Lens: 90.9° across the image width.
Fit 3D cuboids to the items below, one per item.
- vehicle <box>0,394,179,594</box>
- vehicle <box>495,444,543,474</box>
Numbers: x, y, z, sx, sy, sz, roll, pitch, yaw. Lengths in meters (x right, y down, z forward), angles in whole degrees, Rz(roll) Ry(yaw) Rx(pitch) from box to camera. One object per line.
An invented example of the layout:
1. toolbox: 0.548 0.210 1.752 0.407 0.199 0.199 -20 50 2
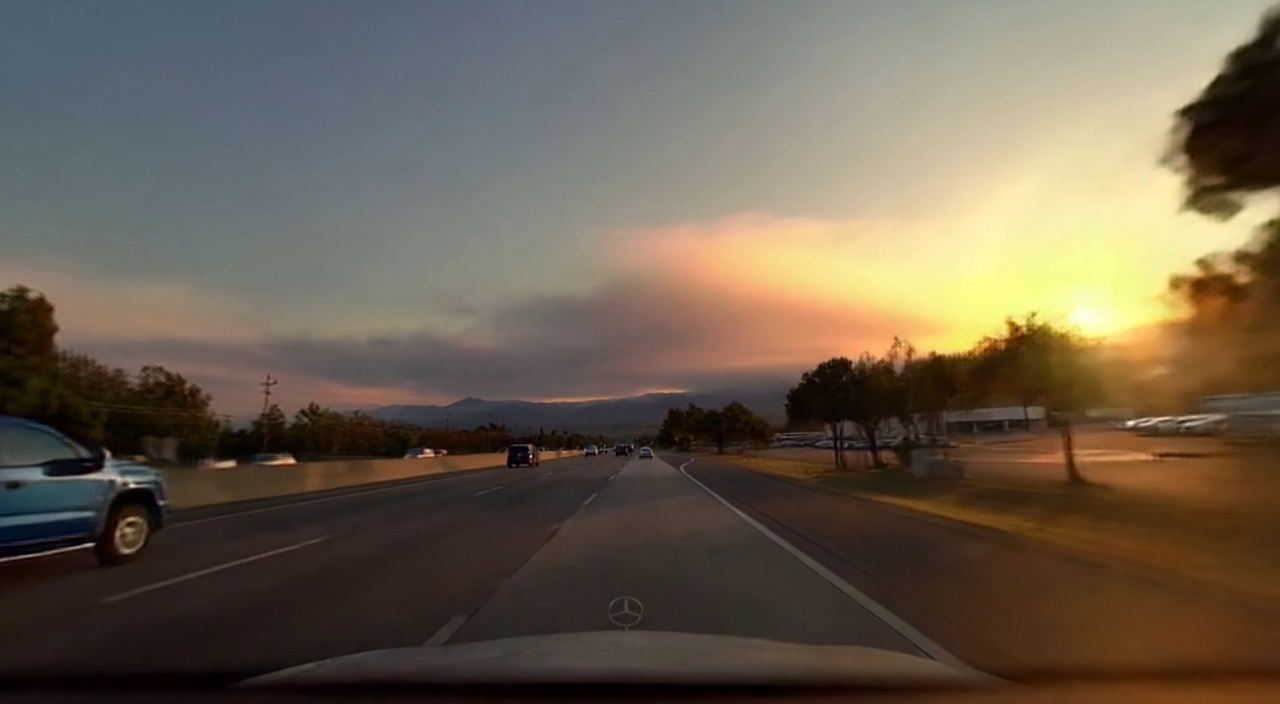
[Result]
1. vehicle: -7.260 1.265 5.337 2.156 1.911 5.956 0 -8 1
2. vehicle: -7.251 6.464 38.297 2.021 1.699 4.324 0 -8 1
